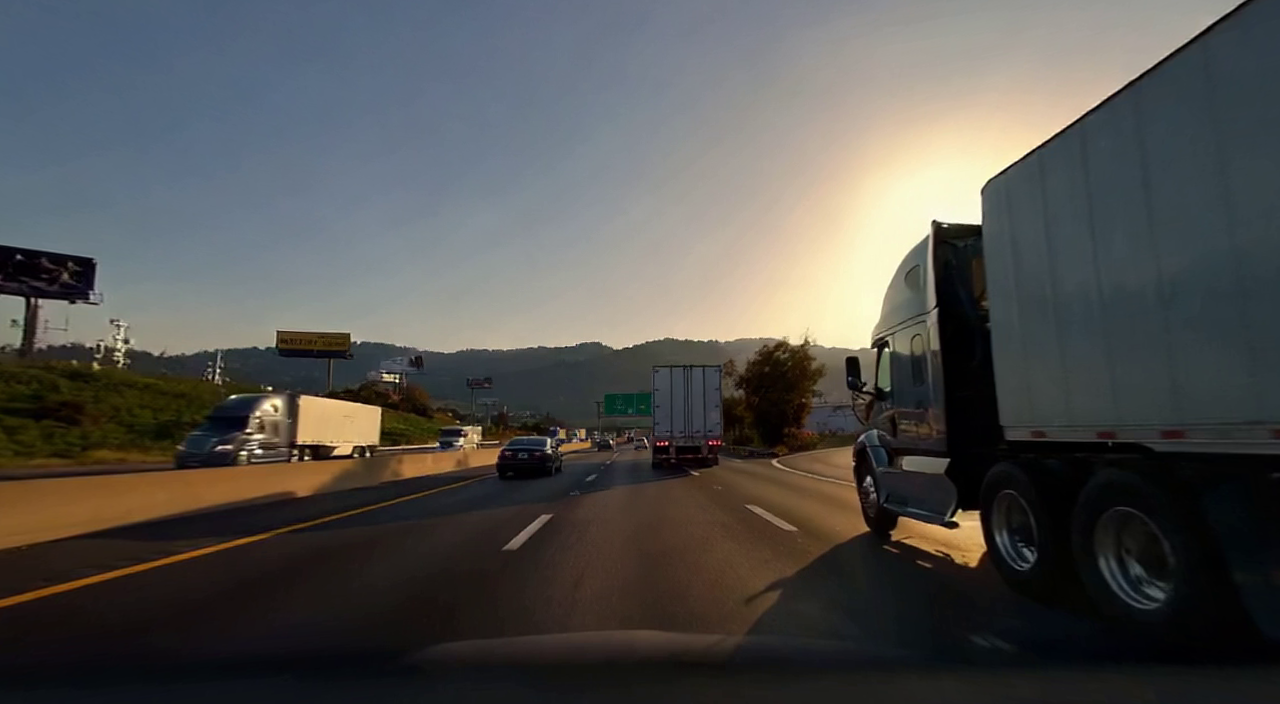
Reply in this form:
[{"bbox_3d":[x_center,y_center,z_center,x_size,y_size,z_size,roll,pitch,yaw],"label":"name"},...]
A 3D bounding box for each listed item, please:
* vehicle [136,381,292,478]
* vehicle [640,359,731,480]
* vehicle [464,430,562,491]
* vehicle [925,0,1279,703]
[{"bbox_3d":[-19.493,3.629,29.400,3.006,4.031,5.934,0,-8,-1],"label":"vehicle"},{"bbox_3d":[1.543,2.885,25.713,2.871,3.815,11.331,0,-8,1],"label":"vehicle"},{"bbox_3d":[-3.370,2.934,17.455,1.930,1.484,3.849,0,-8,0],"label":"vehicle"},{"bbox_3d":[4.534,-0.260,1.246,3.070,3.575,9.842,0,-8,-2],"label":"vehicle"}]
